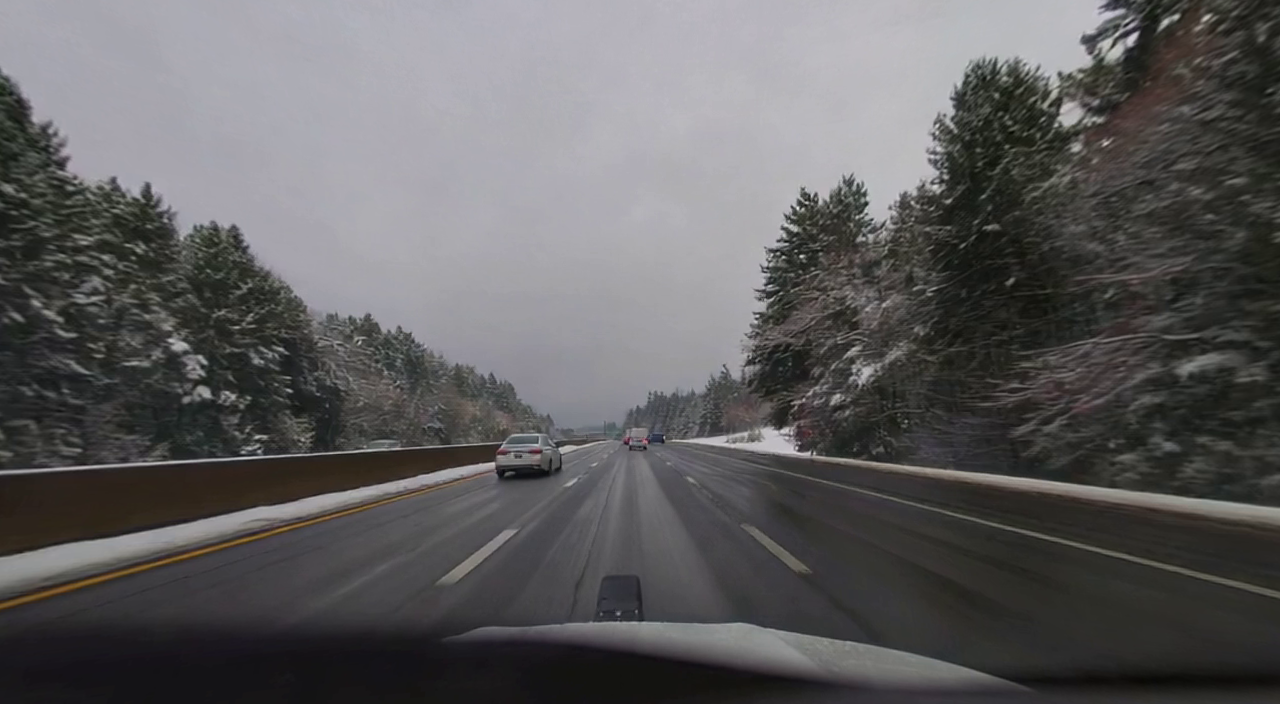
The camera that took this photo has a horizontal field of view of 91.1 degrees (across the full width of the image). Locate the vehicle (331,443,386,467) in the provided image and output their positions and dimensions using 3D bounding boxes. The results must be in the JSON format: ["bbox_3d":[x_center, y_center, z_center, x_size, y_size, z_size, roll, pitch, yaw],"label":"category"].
[{"bbox_3d":[-20.593,7.538,46.191,2.002,1.581,4.484,0,-8,0],"label":"vehicle"}]

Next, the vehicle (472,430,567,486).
[{"bbox_3d":[-3.596,3.231,19.602,2.103,1.507,4.367,0,-8,0],"label":"vehicle"}]
